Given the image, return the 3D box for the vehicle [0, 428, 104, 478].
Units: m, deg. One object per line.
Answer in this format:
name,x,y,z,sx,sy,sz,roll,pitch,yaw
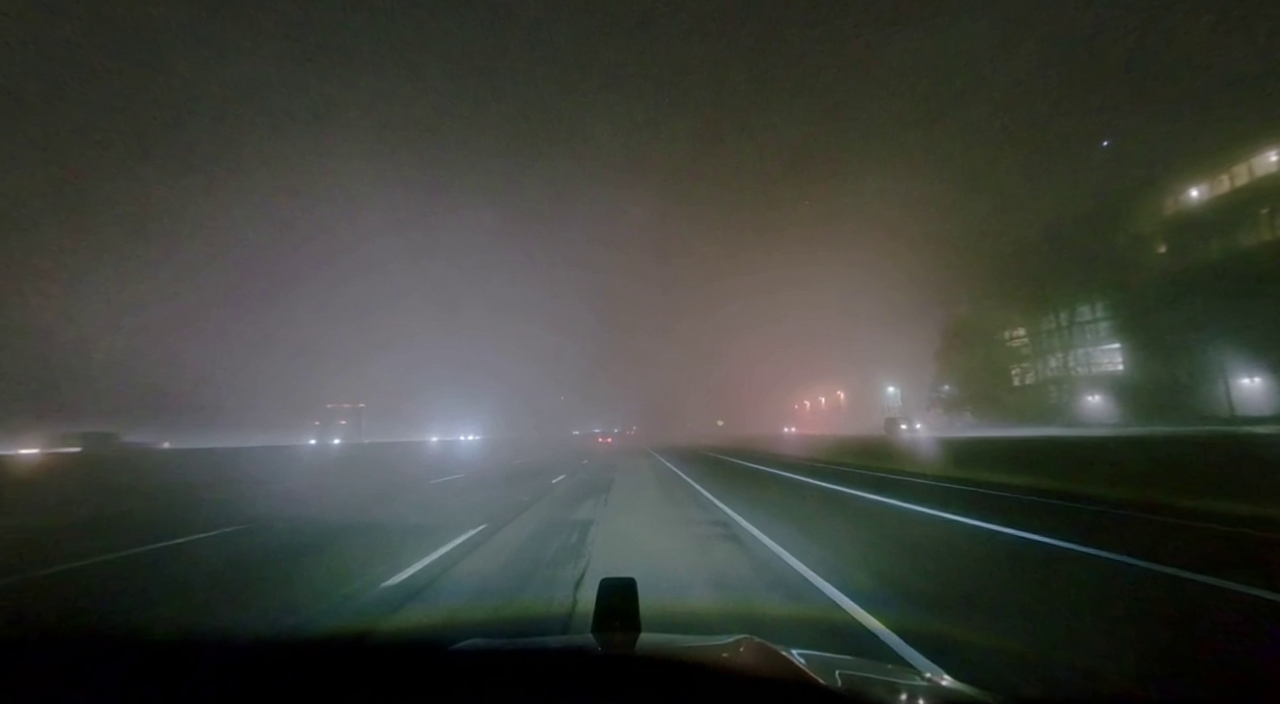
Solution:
vehicle,-20.945,3.381,21.220,1.909,1.541,4.261,0,-8,0
